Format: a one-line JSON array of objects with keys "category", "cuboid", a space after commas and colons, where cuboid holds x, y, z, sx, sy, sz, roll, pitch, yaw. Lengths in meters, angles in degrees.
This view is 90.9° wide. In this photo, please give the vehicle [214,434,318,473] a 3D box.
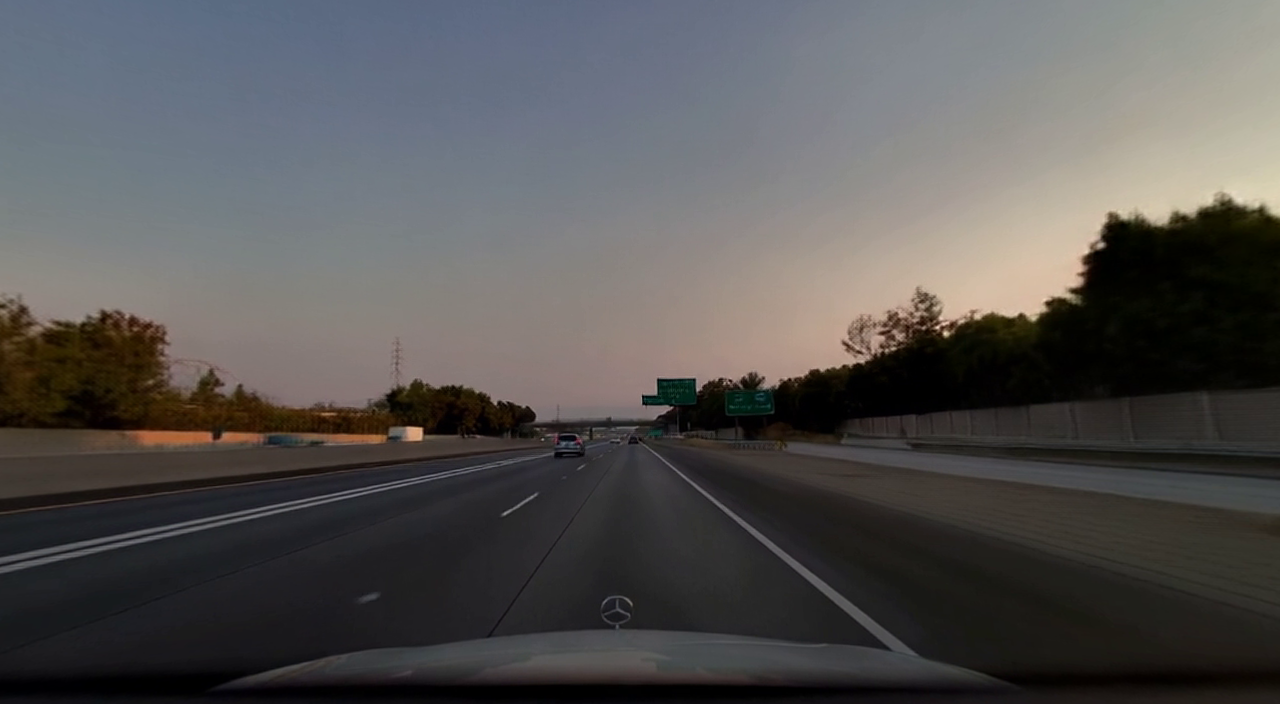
[{"category": "vehicle", "cuboid": [-17.570, 4.751, 29.927, 2.045, 1.651, 4.760, 0, -8, 0]}]

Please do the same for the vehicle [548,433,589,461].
[{"category": "vehicle", "cuboid": [-4.473, 5.999, 40.011, 2.129, 1.641, 4.263, 0, -8, 0]}]
